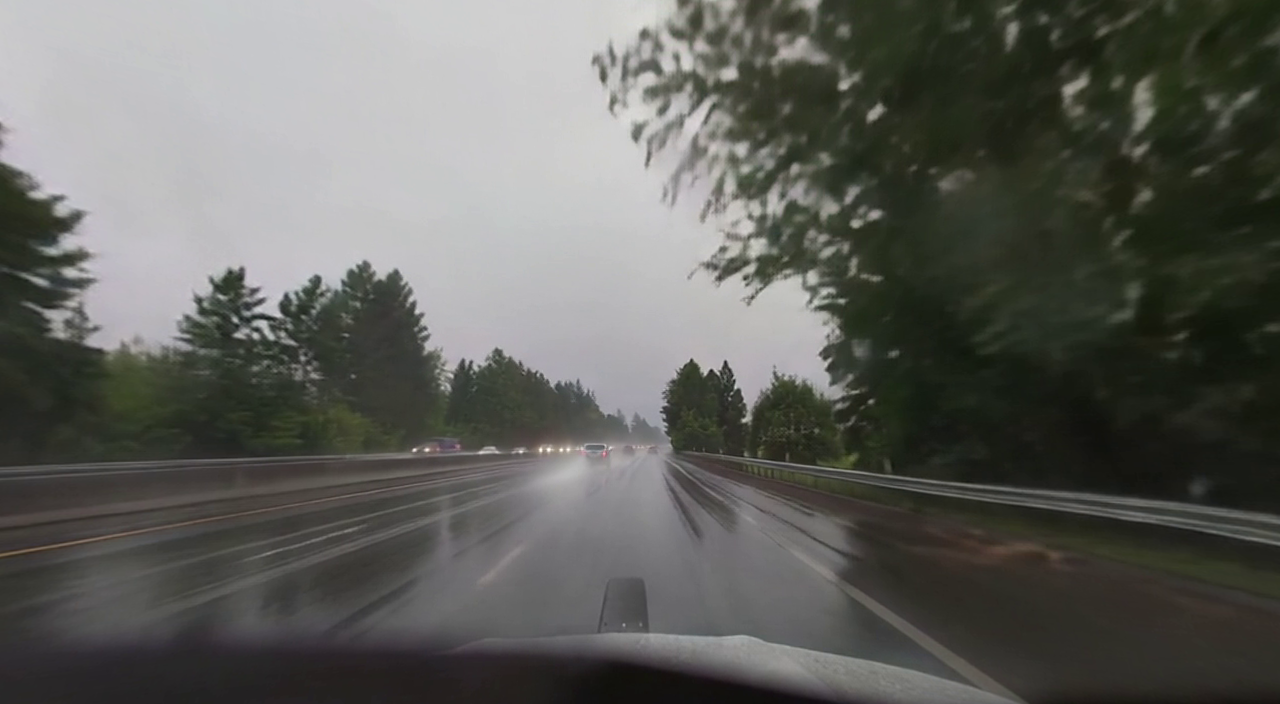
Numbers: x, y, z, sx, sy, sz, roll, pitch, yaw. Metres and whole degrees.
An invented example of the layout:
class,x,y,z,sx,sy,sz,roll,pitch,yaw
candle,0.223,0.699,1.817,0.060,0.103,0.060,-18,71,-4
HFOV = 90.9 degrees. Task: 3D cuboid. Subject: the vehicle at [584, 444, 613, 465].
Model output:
class,x,y,z,sx,sy,sz,roll,pitch,yaw
vehicle,-3.193,8.024,49.437,1.993,1.589,3.898,0,-8,1
